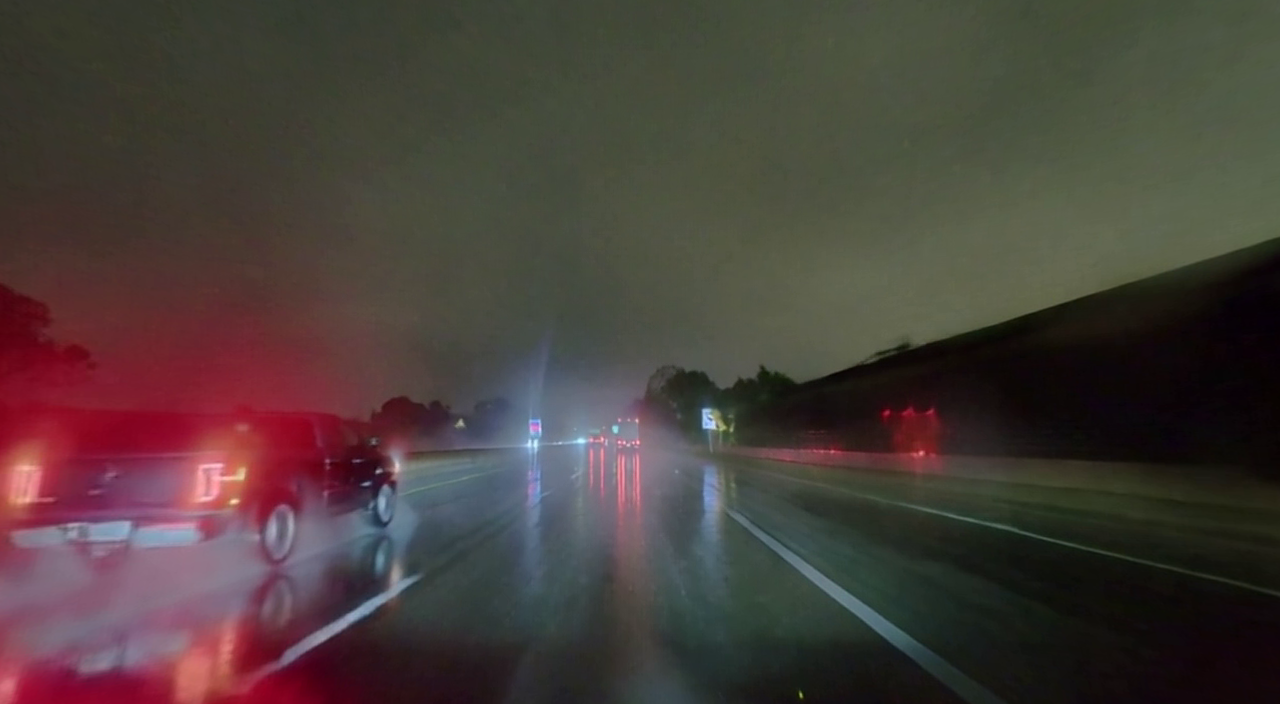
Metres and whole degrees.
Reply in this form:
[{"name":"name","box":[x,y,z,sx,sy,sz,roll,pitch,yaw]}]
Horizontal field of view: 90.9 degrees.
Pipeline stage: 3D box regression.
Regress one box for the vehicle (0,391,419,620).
[{"name":"vehicle","box":[-4.337,1.432,6.991,2.123,1.655,4.688,0,-8,-1]}]
